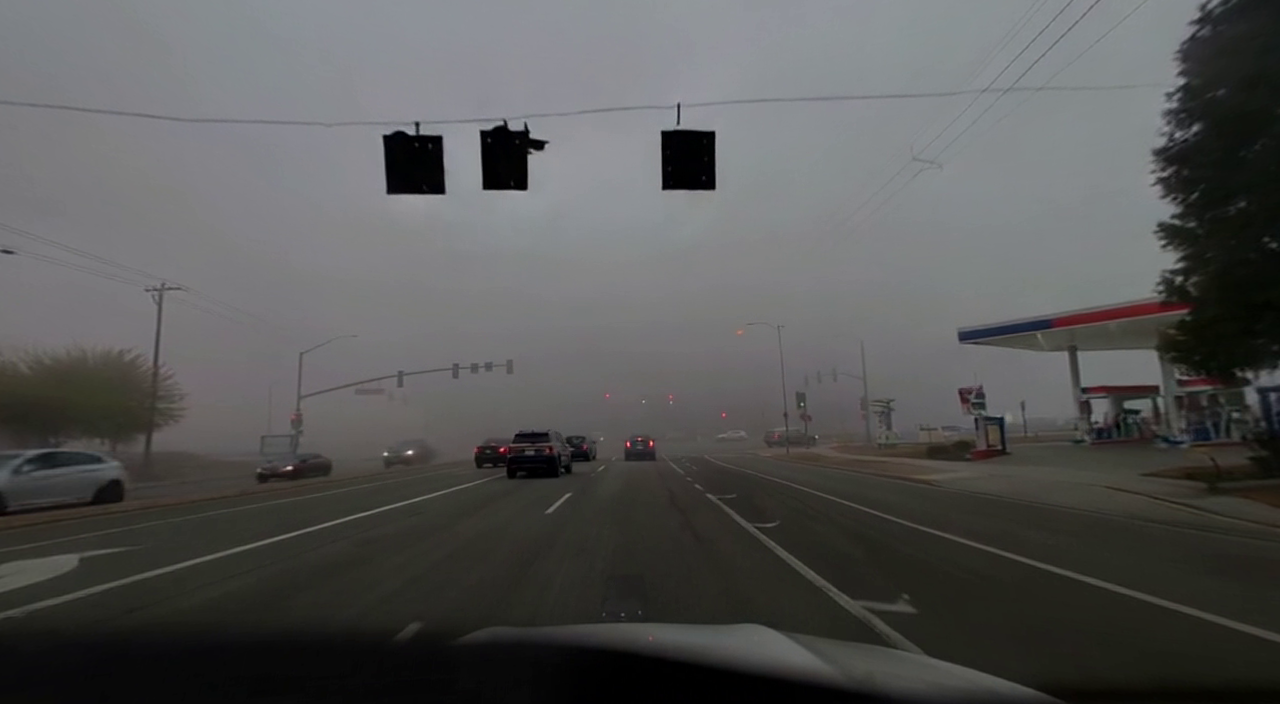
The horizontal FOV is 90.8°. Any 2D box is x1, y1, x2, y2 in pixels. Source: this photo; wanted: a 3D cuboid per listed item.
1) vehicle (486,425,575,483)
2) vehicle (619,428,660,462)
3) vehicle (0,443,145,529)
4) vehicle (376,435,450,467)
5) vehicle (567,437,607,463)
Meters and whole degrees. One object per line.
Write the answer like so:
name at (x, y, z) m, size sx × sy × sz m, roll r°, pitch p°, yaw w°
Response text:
vehicle at (-3.478, 3.359, 20.994) m, size 2.096 × 1.718 × 4.266 m, roll 0°, pitch -9°, yaw 1°
vehicle at (0.036, 5.442, 36.907) m, size 2.224 × 1.819 × 5.005 m, roll 0°, pitch -8°, yaw 1°
vehicle at (-13.527, 2.811, 13.572) m, size 1.981 × 1.671 × 4.598 m, roll 0°, pitch -9°, yaw 1°
vehicle at (-14.004, 6.157, 39.458) m, size 2.238 × 1.872 × 5.625 m, roll -1°, pitch -9°, yaw 4°
vehicle at (-3.102, 5.880, 37.959) m, size 1.881 × 1.424 × 4.098 m, roll 0°, pitch -9°, yaw 2°
